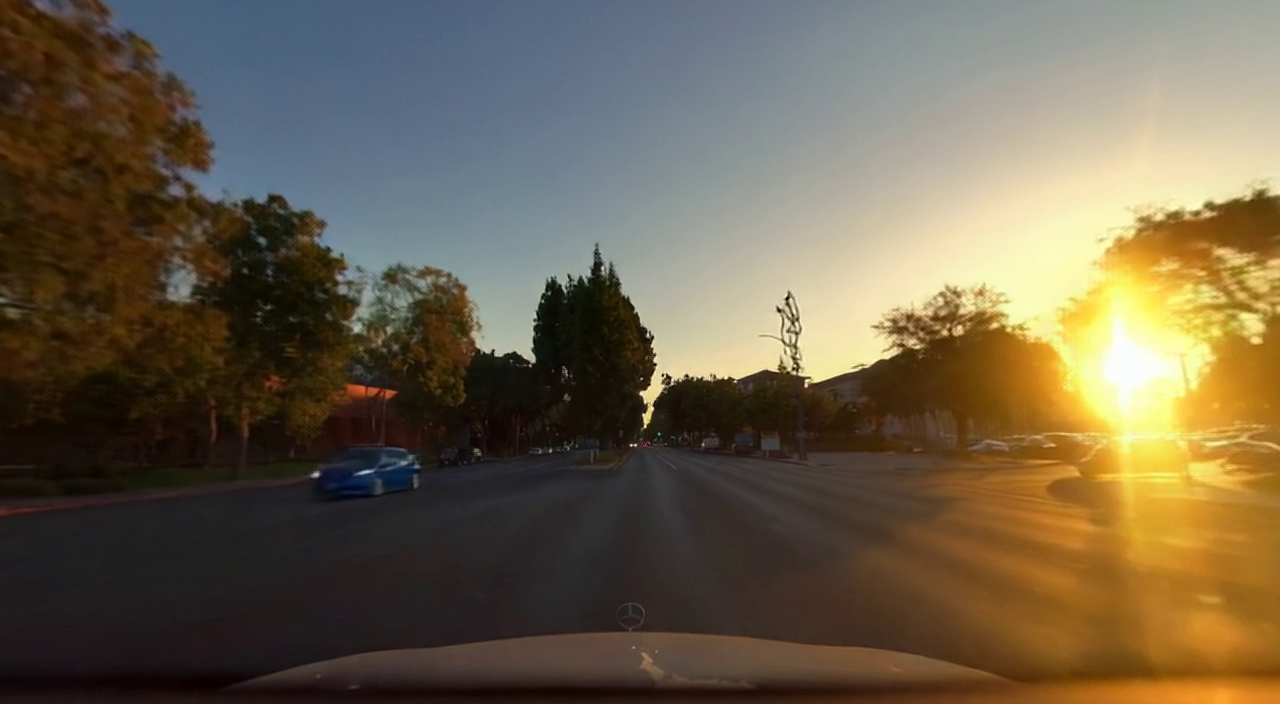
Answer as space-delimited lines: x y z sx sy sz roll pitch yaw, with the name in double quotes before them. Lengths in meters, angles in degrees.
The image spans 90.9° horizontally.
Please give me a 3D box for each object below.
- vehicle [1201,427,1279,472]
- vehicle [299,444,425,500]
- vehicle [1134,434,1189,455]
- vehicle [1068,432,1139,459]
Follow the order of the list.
"vehicle" 24.882 3.931 25.598 4.512 1.648 1.938 6 -10 -34
"vehicle" -8.283 3.580 19.234 1.911 1.499 4.032 0 -8 2
"vehicle" 38.571 6.819 46.550 3.920 1.437 1.914 5 -10 -33
"vehicle" 30.172 6.075 40.961 5.036 1.698 2.031 6 -10 -34
